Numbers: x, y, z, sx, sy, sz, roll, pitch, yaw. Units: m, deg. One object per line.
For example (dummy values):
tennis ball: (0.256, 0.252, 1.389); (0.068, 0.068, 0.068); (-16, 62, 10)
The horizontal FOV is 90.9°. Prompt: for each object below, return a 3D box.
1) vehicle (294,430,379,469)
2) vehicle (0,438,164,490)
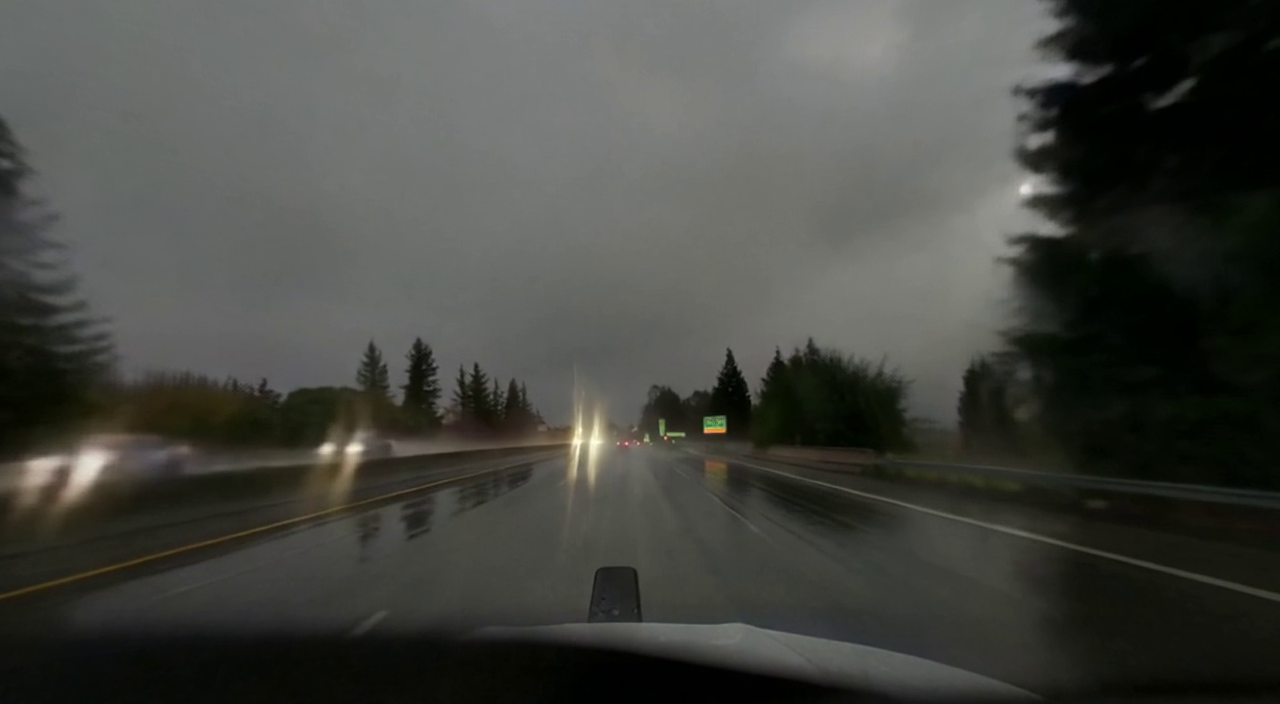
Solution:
vehicle: (-13.513, 4.335, 28.373); (1.743, 1.614, 4.194); (0, -8, -1)
vehicle: (-17.421, 3.456, 19.870); (1.820, 1.454, 3.904); (0, -8, -1)
